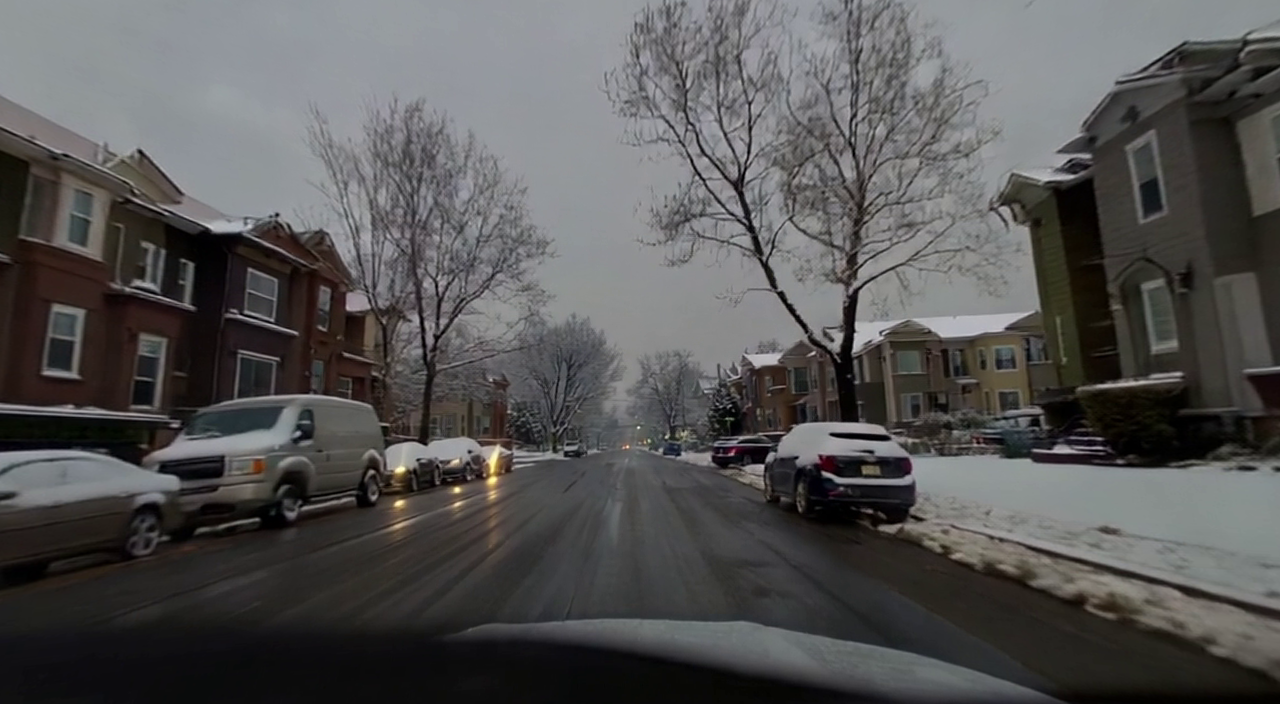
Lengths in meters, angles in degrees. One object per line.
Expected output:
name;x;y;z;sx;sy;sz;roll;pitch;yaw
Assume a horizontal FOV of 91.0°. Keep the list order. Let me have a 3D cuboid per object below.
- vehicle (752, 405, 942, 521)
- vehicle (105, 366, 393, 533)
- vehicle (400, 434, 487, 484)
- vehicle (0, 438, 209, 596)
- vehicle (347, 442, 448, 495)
vehicle;3.974;2.254;13.264;2.216;1.955;4.970;0;-8;-1
vehicle;-7.466;2.045;13.161;2.341;2.674;5.753;0;-10;-1
vehicle;-7.688;4.244;25.104;2.136;1.758;4.297;-2;-9;-1
vehicle;-7.133;1.717;6.817;1.953;1.501;4.125;-1;-8;1
vehicle;-7.569;3.630;20.034;1.845;1.510;3.729;1;-8;-3
